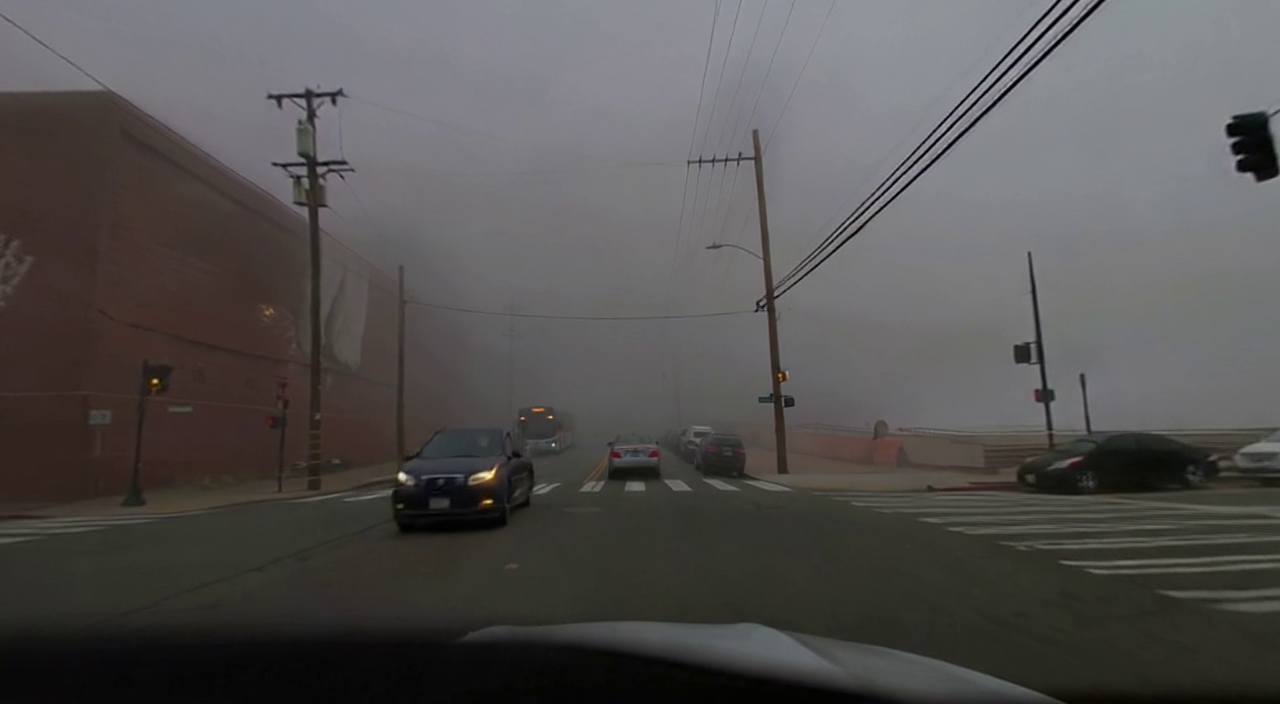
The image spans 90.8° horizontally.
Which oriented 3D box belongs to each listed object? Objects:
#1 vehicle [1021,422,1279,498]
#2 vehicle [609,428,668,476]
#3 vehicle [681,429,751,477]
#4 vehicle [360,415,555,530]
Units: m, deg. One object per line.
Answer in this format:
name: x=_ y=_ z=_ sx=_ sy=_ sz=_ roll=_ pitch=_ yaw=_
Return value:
vehicle: x=12.024 y=2.558 z=15.022 sx=4.576 sy=1.650 sz=1.980 roll=-1 pitch=-9 yaw=2
vehicle: x=-0.125 y=4.063 z=25.754 sx=2.190 sy=1.783 sz=4.048 roll=0 pitch=-9 yaw=-2
vehicle: x=2.912 y=4.056 z=25.379 sx=2.171 sy=1.751 sz=4.373 roll=0 pitch=-9 yaw=-1
vehicle: x=-3.480 y=2.473 z=13.664 sx=2.474 sy=1.926 sz=5.823 roll=0 pitch=-9 yaw=0
